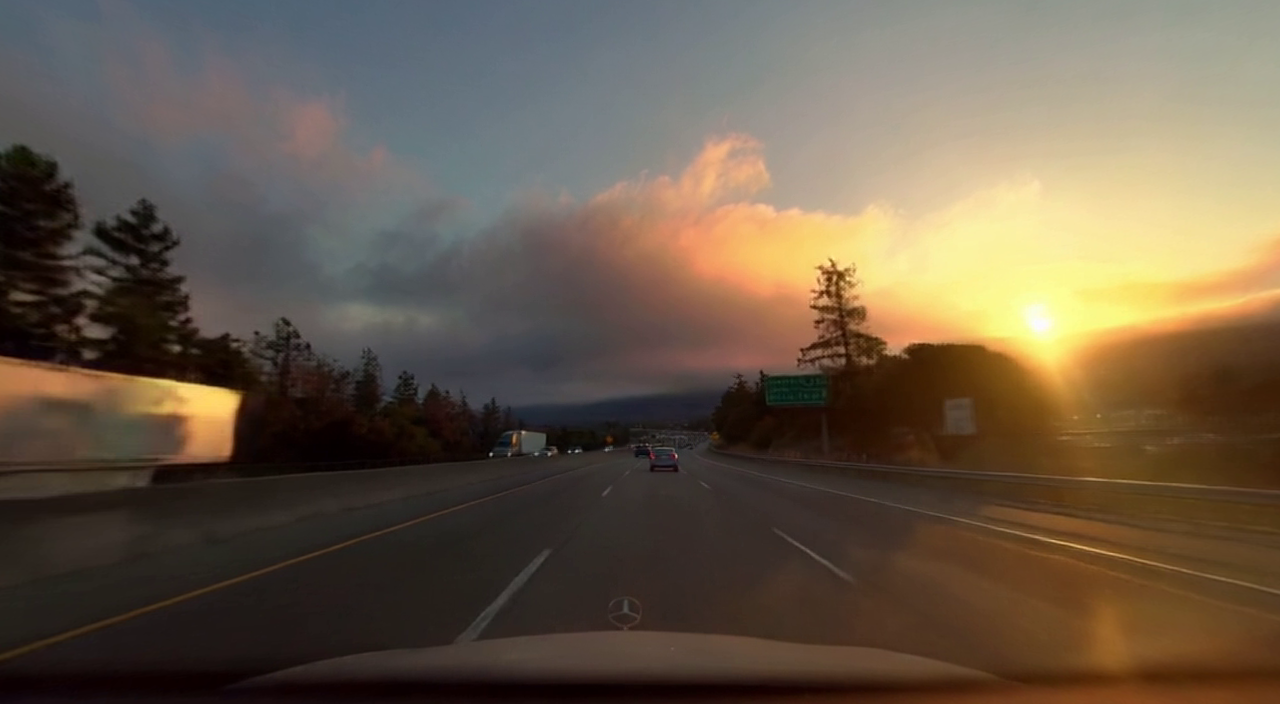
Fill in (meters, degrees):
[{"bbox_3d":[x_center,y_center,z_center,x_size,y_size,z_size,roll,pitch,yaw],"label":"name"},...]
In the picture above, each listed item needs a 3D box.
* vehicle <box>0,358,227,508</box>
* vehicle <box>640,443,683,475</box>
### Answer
[{"bbox_3d":[-19.137,2.489,19.032,3.305,4.060,14.698,0,-9,0],"label":"vehicle"},{"bbox_3d":[1.141,5.949,35.135,2.231,1.652,4.503,0,-9,0],"label":"vehicle"}]
